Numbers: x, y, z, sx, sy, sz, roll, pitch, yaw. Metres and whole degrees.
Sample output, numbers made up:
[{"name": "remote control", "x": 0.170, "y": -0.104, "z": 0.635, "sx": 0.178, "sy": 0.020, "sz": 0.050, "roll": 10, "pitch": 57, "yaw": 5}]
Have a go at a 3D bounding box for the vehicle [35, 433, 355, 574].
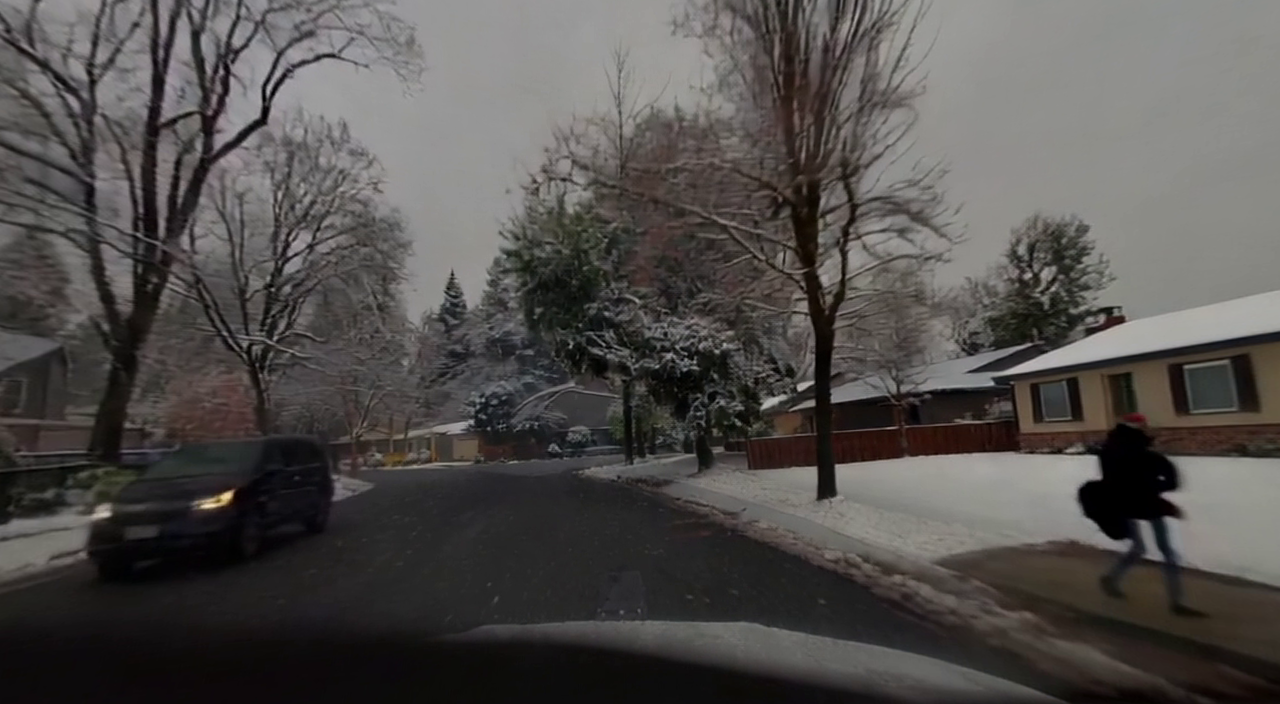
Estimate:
[{"name": "vehicle", "x": -6.727, "y": 2.281, "z": 10.477, "sx": 2.217, "sy": 1.751, "sz": 4.763, "roll": 1, "pitch": -9, "yaw": -6}]
